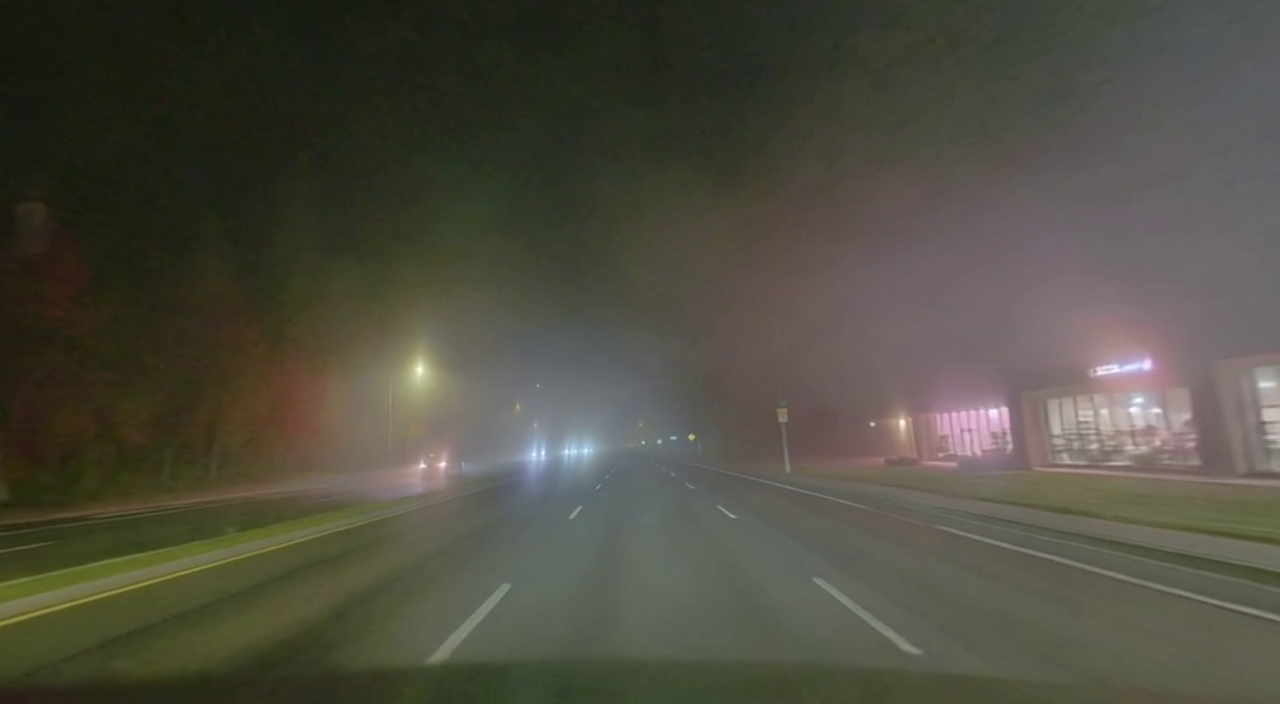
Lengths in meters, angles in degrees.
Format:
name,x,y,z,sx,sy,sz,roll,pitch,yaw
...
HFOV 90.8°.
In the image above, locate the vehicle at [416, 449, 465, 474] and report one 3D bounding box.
name,x,y,z,sx,sy,sz,roll,pitch,yaw
vehicle,-15.027,8.240,47.790,2.043,1.797,4.919,-1,-9,1
